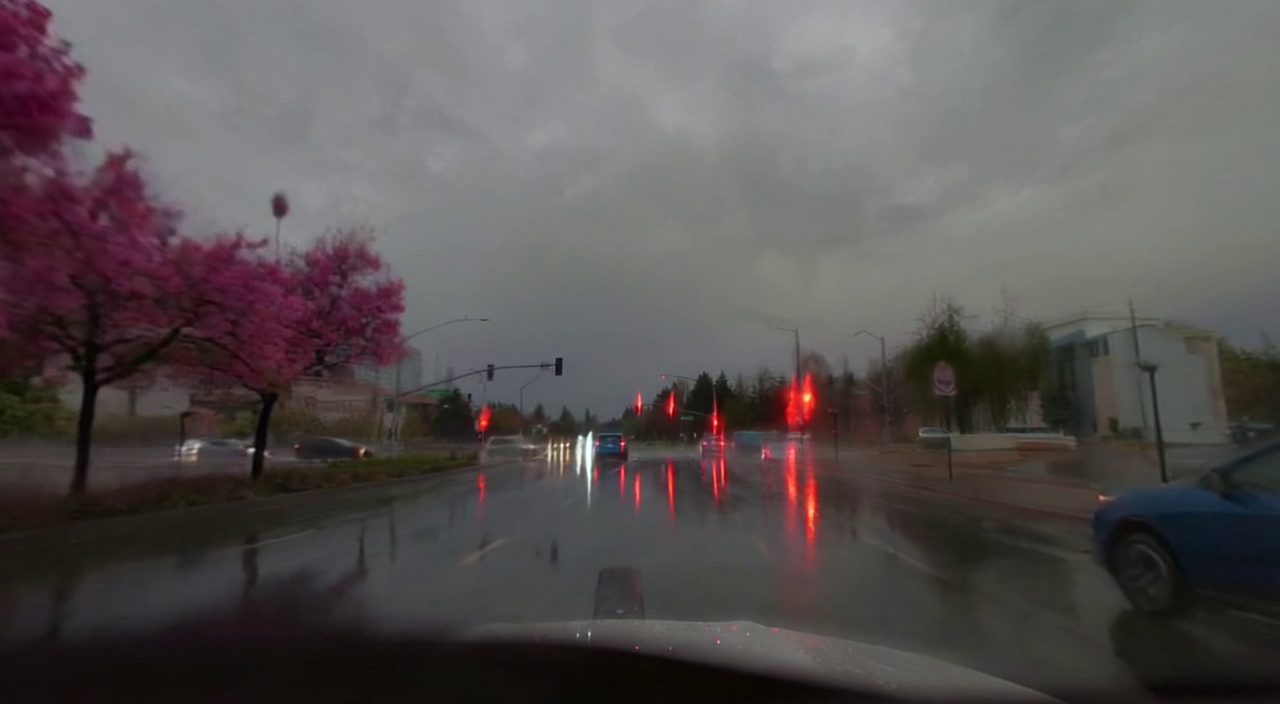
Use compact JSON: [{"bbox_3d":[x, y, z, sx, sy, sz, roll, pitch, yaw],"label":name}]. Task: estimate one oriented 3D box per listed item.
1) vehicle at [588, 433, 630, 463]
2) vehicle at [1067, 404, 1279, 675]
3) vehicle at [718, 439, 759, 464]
[{"bbox_3d":[-1.801,5.865,38.445,1.995,1.703,4.367,-1,-9,4],"label":"vehicle"},{"bbox_3d":[4.630,0.992,3.136,2.019,1.518,4.285,0,-9,1],"label":"vehicle"},{"bbox_3d":[6.082,6.192,39.366,2.007,1.466,4.291,0,-9,2],"label":"vehicle"}]
